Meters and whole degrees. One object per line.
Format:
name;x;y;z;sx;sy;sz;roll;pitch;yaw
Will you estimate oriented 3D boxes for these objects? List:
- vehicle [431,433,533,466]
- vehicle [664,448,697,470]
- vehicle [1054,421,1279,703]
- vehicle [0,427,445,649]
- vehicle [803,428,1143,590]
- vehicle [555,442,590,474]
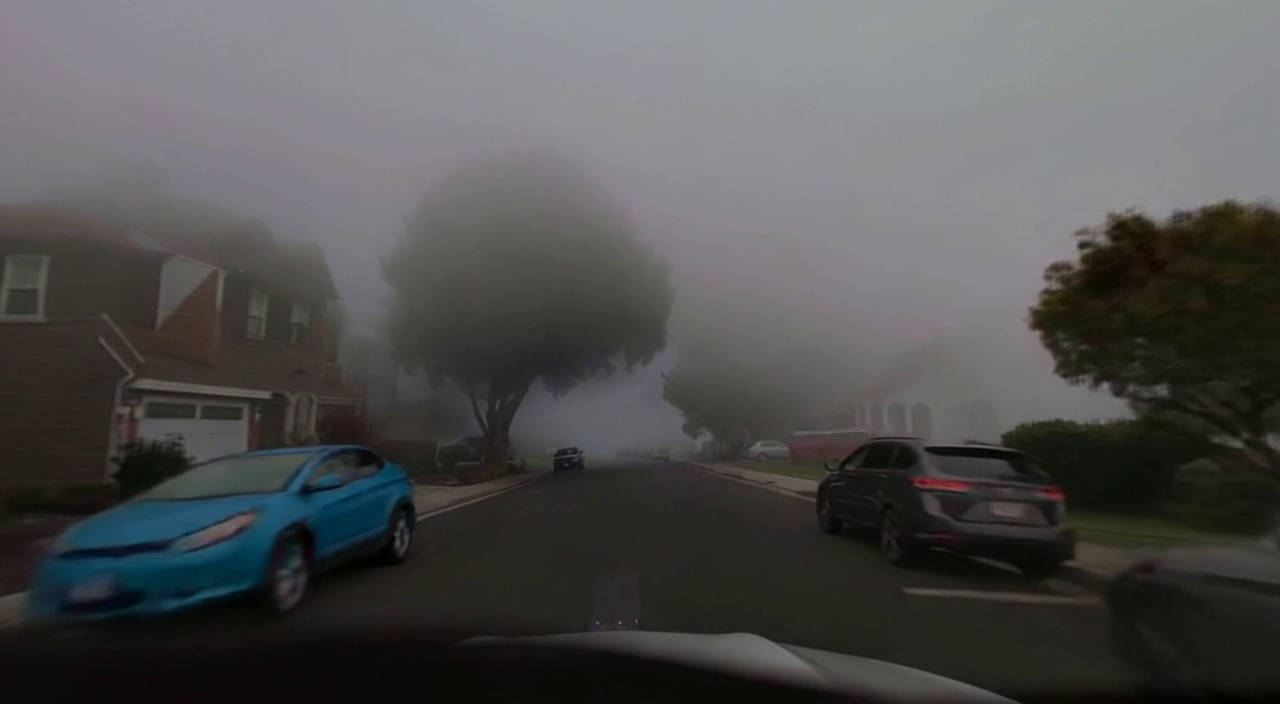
vehicle;-9.755;6.079;39.364;5.843;1.985;2.294;1;-9;-6
vehicle;2.914;7.855;46.426;1.869;1.458;4.324;1;-8;-3
vehicle;3.417;0.874;1.462;1.888;1.484;4.476;0;-8;1
vehicle;-3.873;1.612;6.822;2.089;1.508;4.537;2;-7;-1
vehicle;3.755;1.830;8.300;2.077;1.512;4.513;0;-8;1
vehicle;-4.691;7.413;44.322;2.230;1.782;4.628;0;-4;-4
